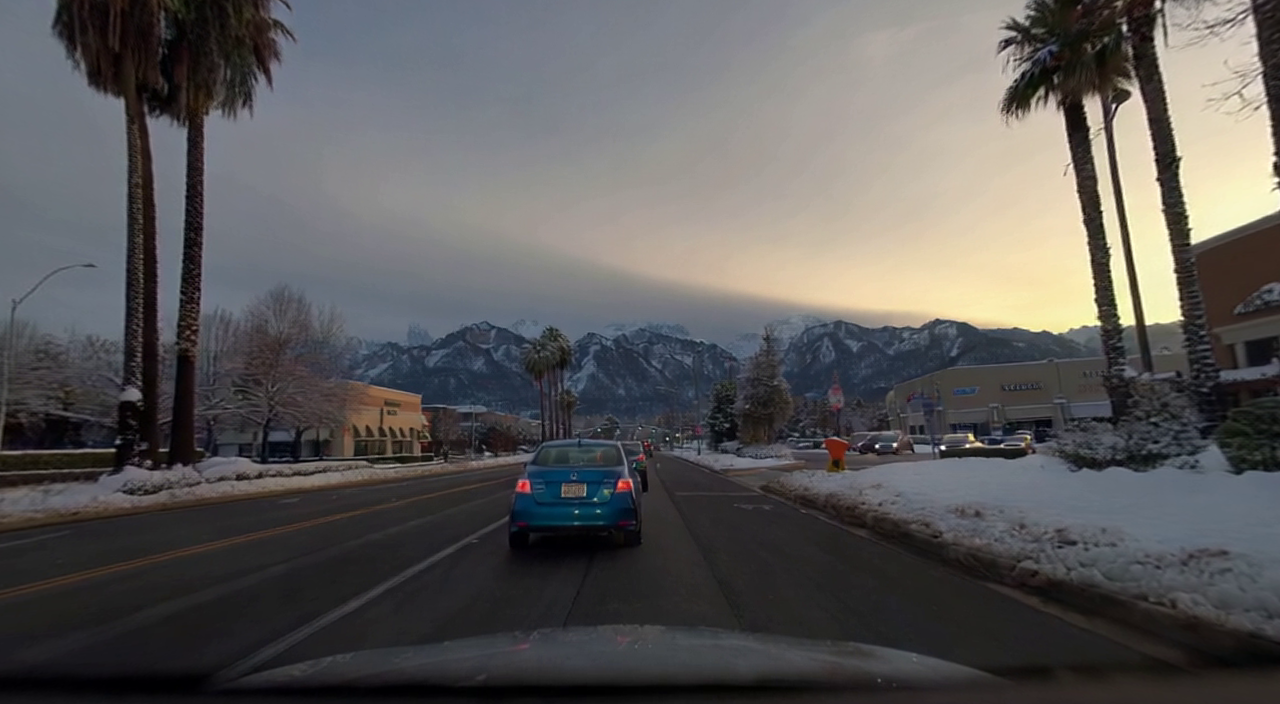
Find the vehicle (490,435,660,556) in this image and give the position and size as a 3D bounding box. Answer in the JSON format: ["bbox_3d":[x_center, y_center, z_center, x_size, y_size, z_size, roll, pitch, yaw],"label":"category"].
[{"bbox_3d":[-0.883,2.040,9.723,2.067,1.459,3.886,0,-8,-3],"label":"vehicle"}]

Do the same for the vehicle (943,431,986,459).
[{"bbox_3d":[19.139,5.468,37.155,1.961,1.526,4.640,-5,-10,29],"label":"vehicle"}]

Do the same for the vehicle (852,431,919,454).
[{"bbox_3d":[19.183,7.104,49.455,1.925,1.652,4.490,6,-10,-34],"label":"vehicle"}]
